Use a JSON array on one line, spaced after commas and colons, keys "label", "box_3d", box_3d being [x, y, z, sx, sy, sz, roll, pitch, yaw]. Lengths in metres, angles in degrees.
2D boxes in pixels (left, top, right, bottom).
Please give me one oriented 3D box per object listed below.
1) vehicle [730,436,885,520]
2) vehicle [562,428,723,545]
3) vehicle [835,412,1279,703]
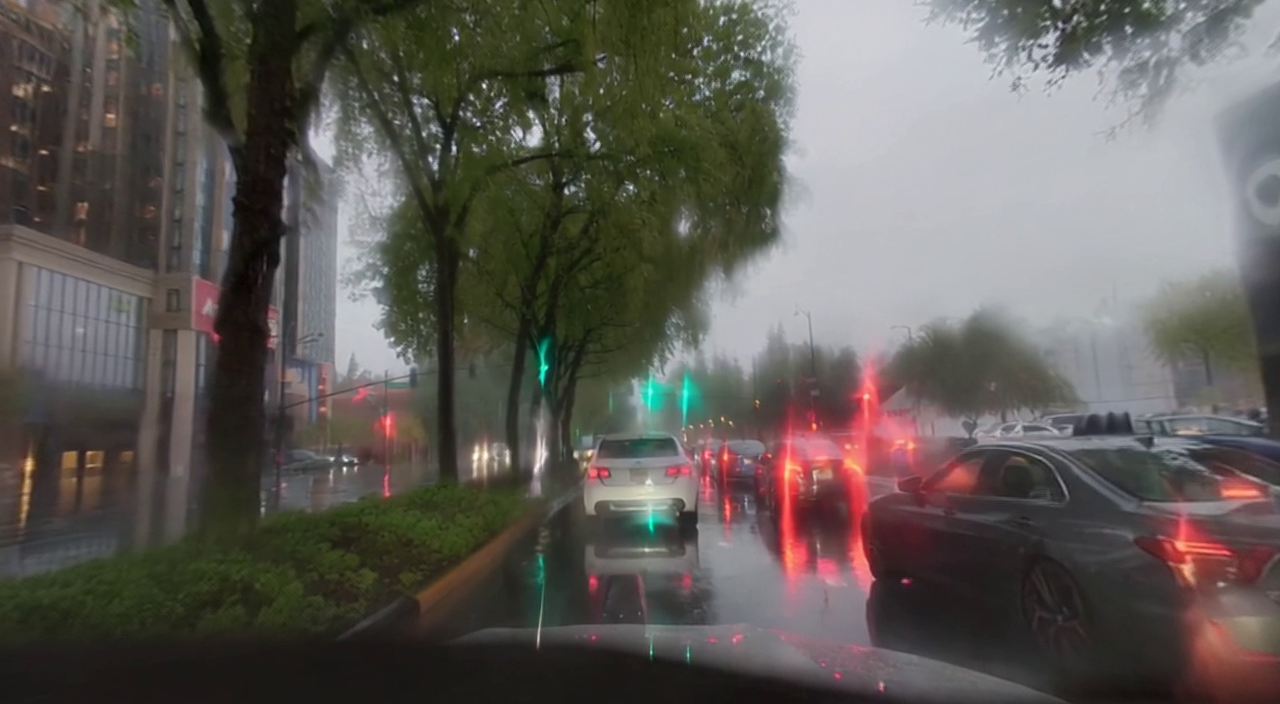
[{"label": "vehicle", "box_3d": [3.340, 2.606, 13.643, 1.996, 1.469, 4.495, 0, -9, -1]}, {"label": "vehicle", "box_3d": [0.009, 2.081, 10.410, 2.118, 1.512, 4.013, 0, -9, -1]}, {"label": "vehicle", "box_3d": [3.239, 1.325, 4.963, 1.912, 1.454, 4.537, 0, -9, -1]}]
